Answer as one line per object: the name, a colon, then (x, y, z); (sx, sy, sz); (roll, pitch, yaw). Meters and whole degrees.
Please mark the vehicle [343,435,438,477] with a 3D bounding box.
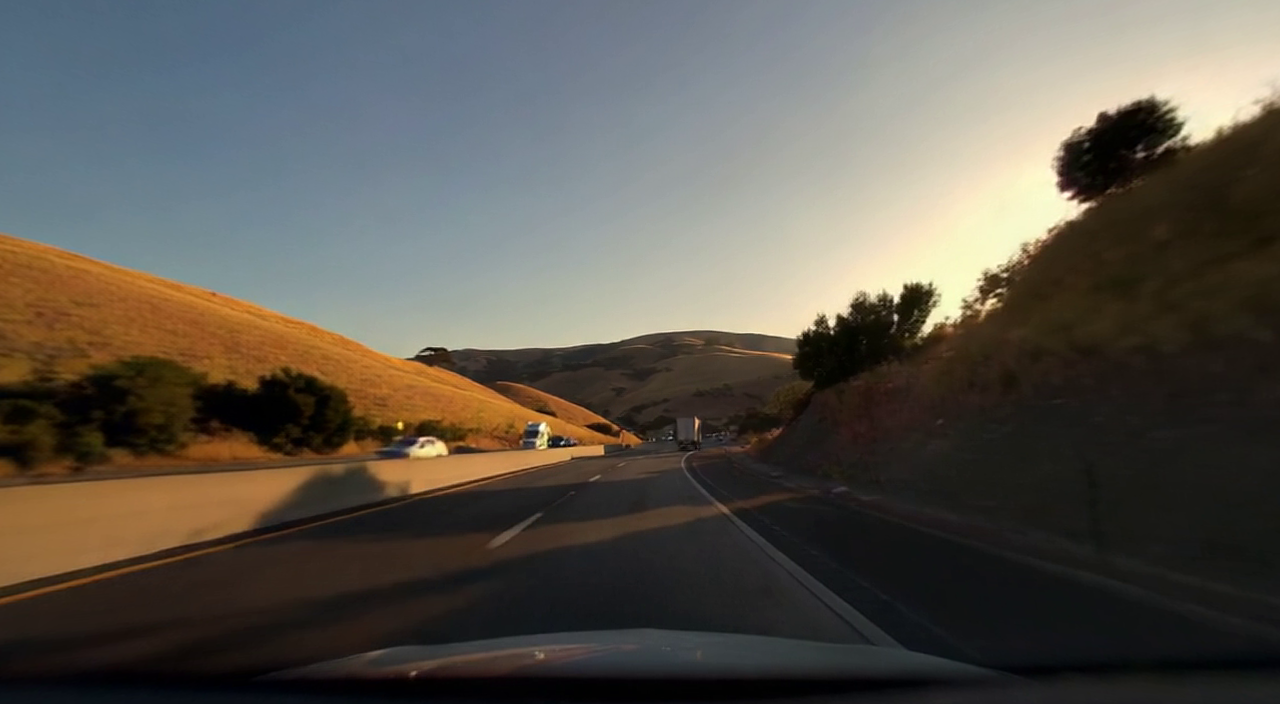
vehicle: (-10.185, 4.289, 26.222); (1.982, 1.545, 4.715); (0, -9, 1)
